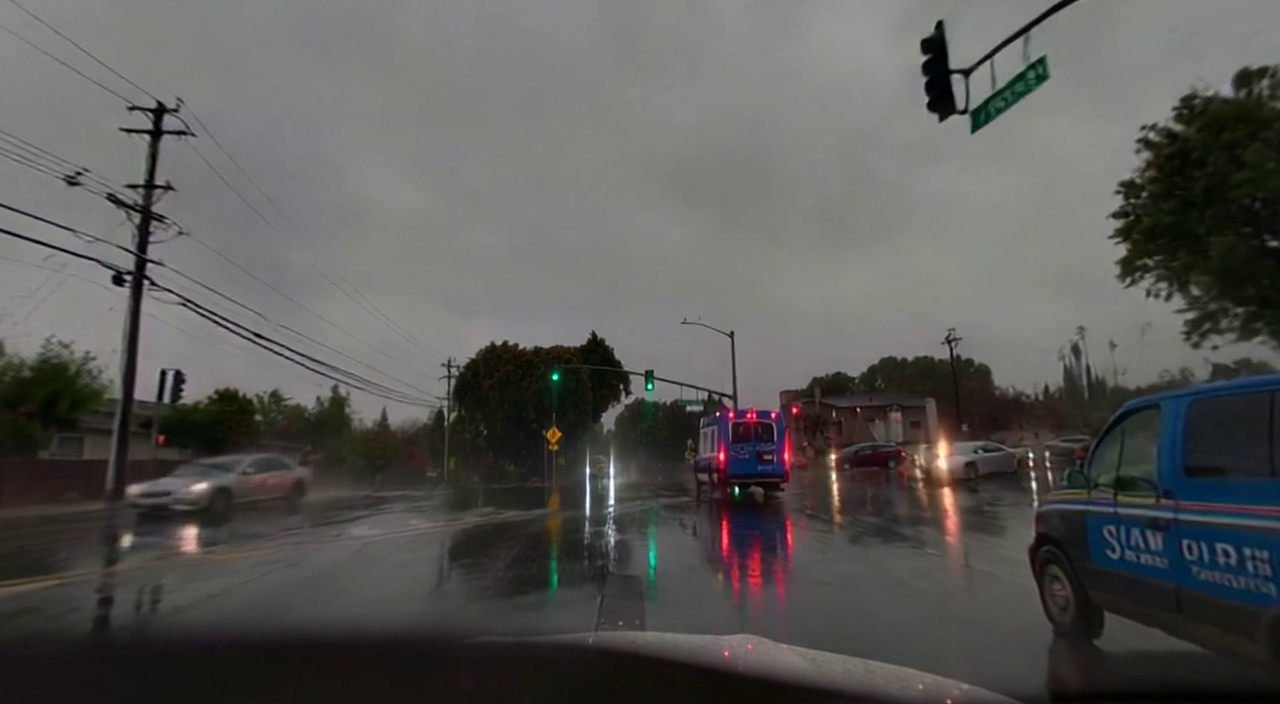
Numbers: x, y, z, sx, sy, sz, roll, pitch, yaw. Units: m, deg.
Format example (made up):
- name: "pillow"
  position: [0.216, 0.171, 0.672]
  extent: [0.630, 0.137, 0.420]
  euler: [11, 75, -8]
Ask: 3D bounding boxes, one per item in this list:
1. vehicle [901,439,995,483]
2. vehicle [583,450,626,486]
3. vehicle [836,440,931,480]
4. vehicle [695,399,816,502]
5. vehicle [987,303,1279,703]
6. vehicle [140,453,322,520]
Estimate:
- name: "vehicle"
  position: [12.350, 4.315, 25.243]
  extent: [3.936, 1.594, 1.860]
  euler: [7, -11, -41]
- name: "vehicle"
  position: [-1.946, 6.078, 33.430]
  extent: [2.114, 1.707, 3.725]
  euler: [0, -9, -5]
- name: "vehicle"
  position: [11.394, 4.969, 29.419]
  extent: [4.897, 1.675, 2.032]
  euler: [7, -12, -42]
- name: "vehicle"
  position: [3.289, 3.016, 19.475]
  extent: [2.406, 2.687, 5.521]
  euler: [0, -9, -3]
- name: "vehicle"
  position: [3.882, 0.741, 2.663]
  extent: [2.194, 1.922, 4.822]
  euler: [-1, -9, 2]
- name: "vehicle"
  position: [-10.641, 3.486, 16.960]
  extent: [2.053, 1.474, 4.489]
  euler: [0, -9, -3]
